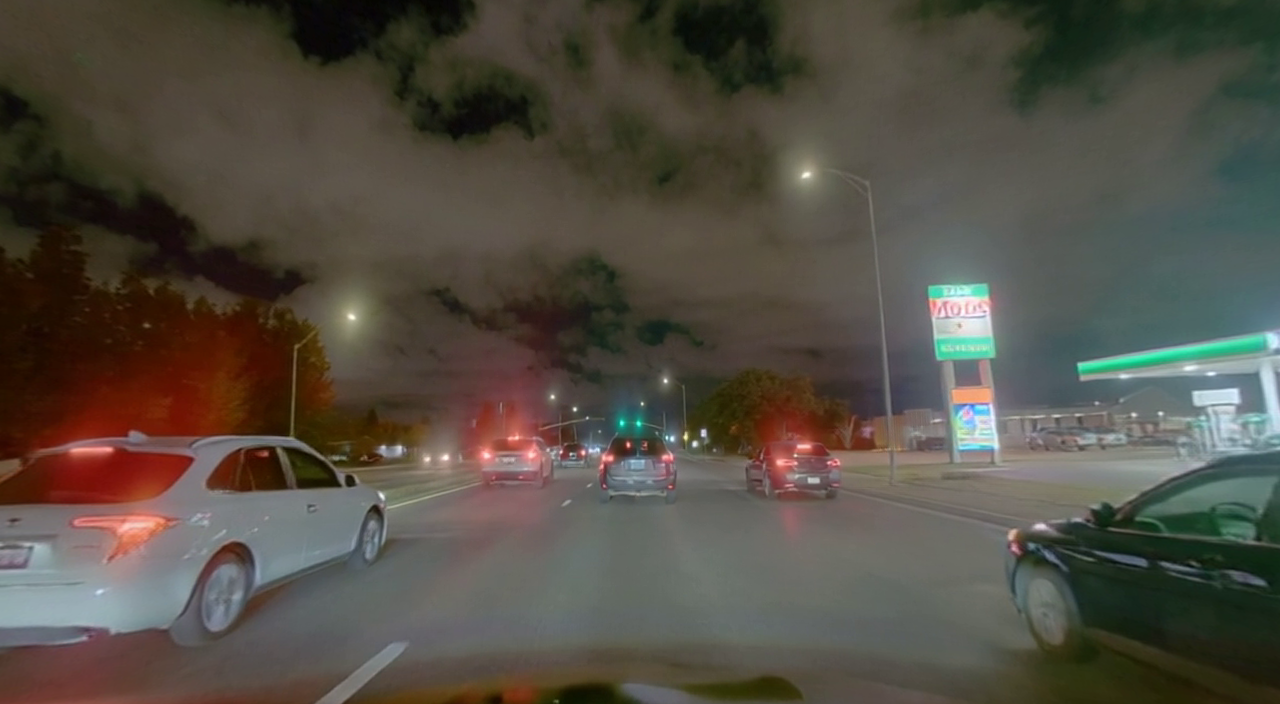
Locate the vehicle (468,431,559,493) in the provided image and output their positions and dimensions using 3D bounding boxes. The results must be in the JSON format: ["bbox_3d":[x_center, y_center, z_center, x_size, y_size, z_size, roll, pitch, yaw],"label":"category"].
[{"bbox_3d":[-3.776,3.352,19.636,1.932,1.695,4.150,0,-8,0],"label":"vehicle"}]

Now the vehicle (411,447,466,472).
[{"bbox_3d":[-12.481,6.673,39.387,1.941,1.450,4.477,0,-9,0],"label":"vehicle"}]

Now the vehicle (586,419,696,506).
[{"bbox_3d":[0.015,2.621,15.345,2.279,1.803,4.254,0,-8,0],"label":"vehicle"}]

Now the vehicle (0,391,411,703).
[{"bbox_3d":[-3.596,1.285,5.252,1.864,1.574,4.031,0,-8,0],"label":"vehicle"}]

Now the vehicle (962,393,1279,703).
[{"bbox_3d":[3.326,0.889,2.209,1.976,1.492,4.436,0,-8,-1],"label":"vehicle"}]

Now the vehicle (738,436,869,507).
[{"bbox_3d":[3.782,2.848,15.532,1.888,1.456,4.589,0,-8,-2],"label":"vehicle"}]

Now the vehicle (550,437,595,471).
[{"bbox_3d":[-3.518,5.389,33.622,1.871,1.673,3.920,0,-8,1],"label":"vehicle"}]
